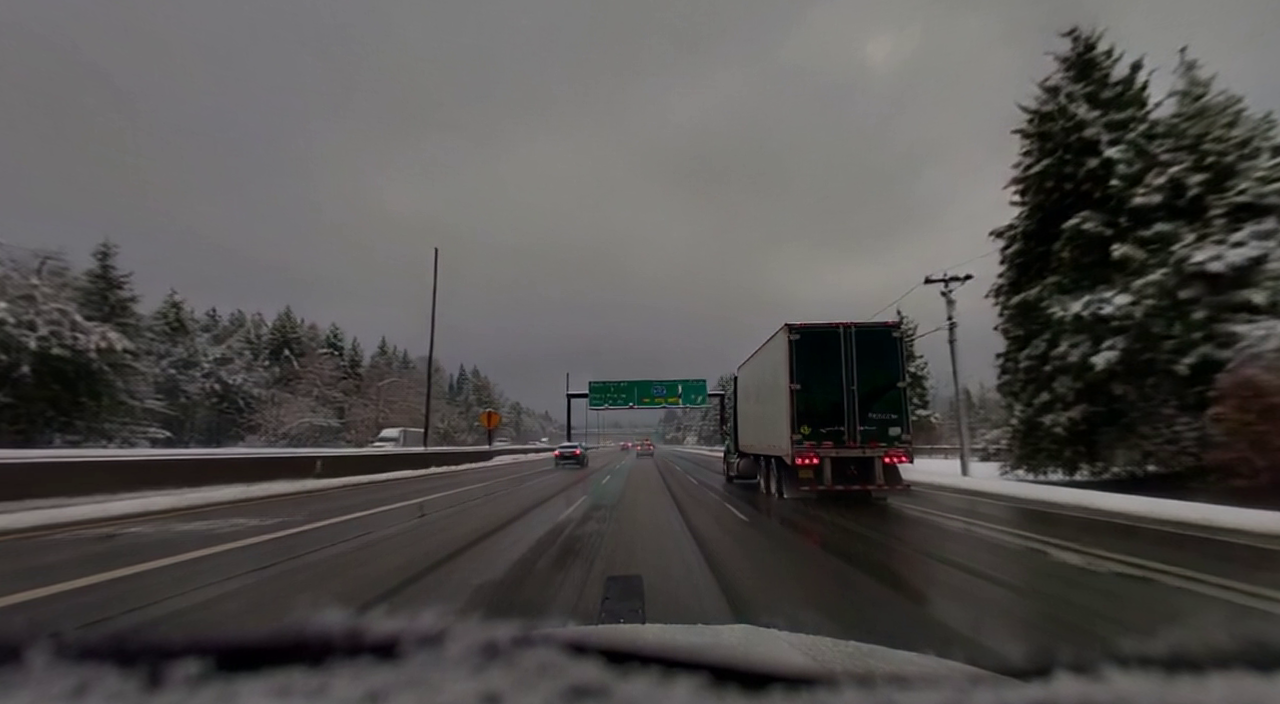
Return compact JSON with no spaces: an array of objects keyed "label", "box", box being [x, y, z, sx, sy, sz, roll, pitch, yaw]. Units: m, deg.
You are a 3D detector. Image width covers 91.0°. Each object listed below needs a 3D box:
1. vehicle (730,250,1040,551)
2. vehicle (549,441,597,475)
[{"label":"vehicle","box":[3.734,1.122,12.060,3.042,4.037,7.253,0,-9,1]},{"label":"vehicle","box":[-3.394,5.486,32.859,2.000,1.658,4.155,0,-9,1]}]
